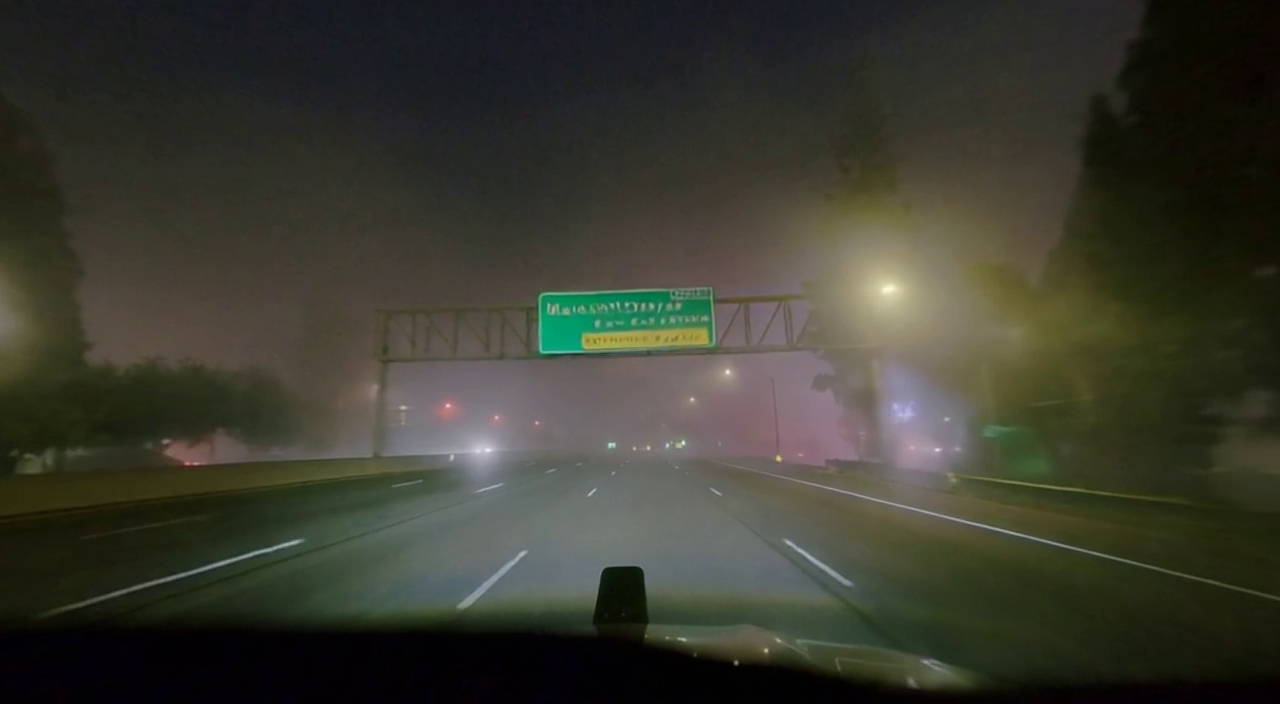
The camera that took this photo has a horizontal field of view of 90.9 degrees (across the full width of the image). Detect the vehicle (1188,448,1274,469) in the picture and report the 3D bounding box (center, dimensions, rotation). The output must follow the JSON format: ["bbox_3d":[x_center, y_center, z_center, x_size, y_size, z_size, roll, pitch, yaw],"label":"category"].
[{"bbox_3d":[42.321,7.626,45.237,1.691,1.370,4.014,4,-10,-27],"label":"vehicle"}]
